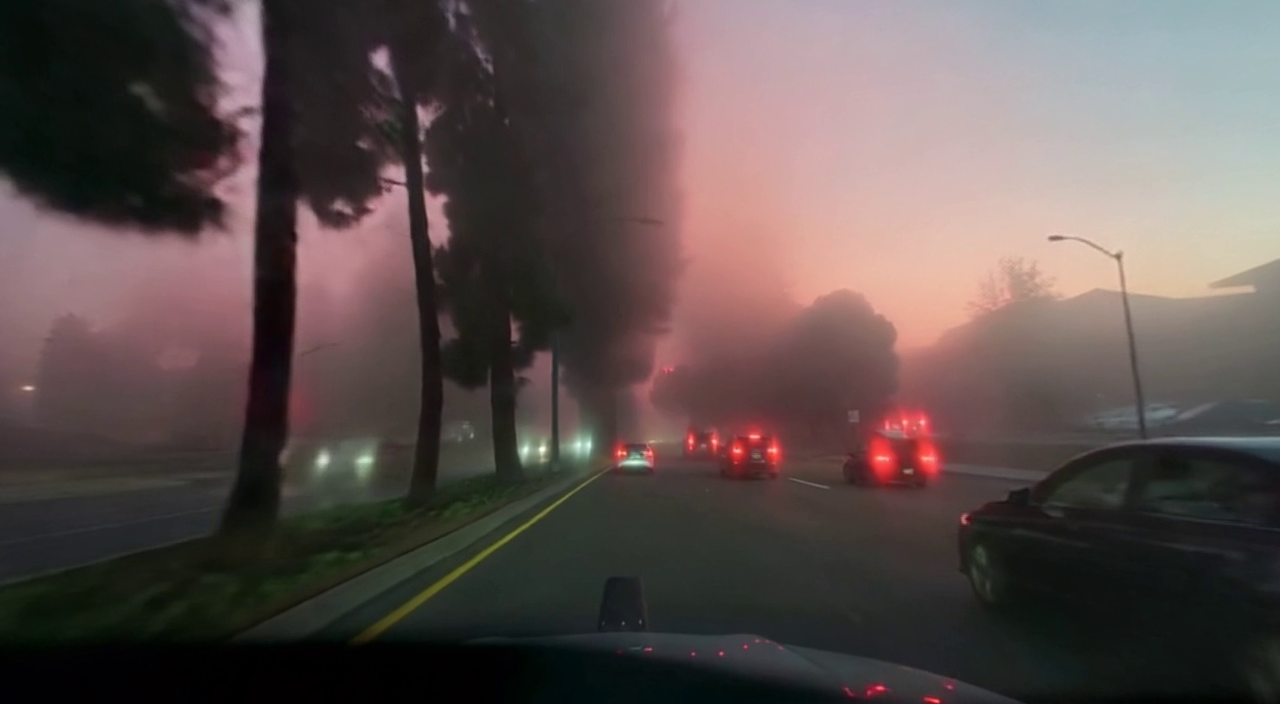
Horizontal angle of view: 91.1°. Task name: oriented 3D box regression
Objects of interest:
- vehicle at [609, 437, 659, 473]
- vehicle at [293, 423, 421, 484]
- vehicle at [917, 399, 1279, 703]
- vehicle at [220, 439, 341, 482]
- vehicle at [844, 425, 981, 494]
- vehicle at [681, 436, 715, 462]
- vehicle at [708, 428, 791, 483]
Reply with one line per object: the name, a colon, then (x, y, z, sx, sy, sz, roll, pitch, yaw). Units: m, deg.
vehicle: (-0.234, 4.731, 28.879, 2.111, 1.506, 4.018, 0, -9, 0)
vehicle: (-8.166, 2.981, 18.549, 1.939, 1.574, 3.820, 0, -9, 0)
vehicle: (3.423, 1.057, 3.172, 2.010, 1.490, 4.639, 0, -9, 1)
vehicle: (-15.160, 4.599, 26.919, 2.054, 1.669, 5.220, 0, -9, 0)
vehicle: (7.642, 3.068, 18.174, 2.008, 1.714, 4.407, 0, -9, 0)
vehicle: (4.021, 6.860, 44.276, 1.982, 1.709, 4.427, 0, -9, -1)
vehicle: (3.716, 3.620, 22.067, 2.130, 1.718, 4.310, 0, -9, 0)
